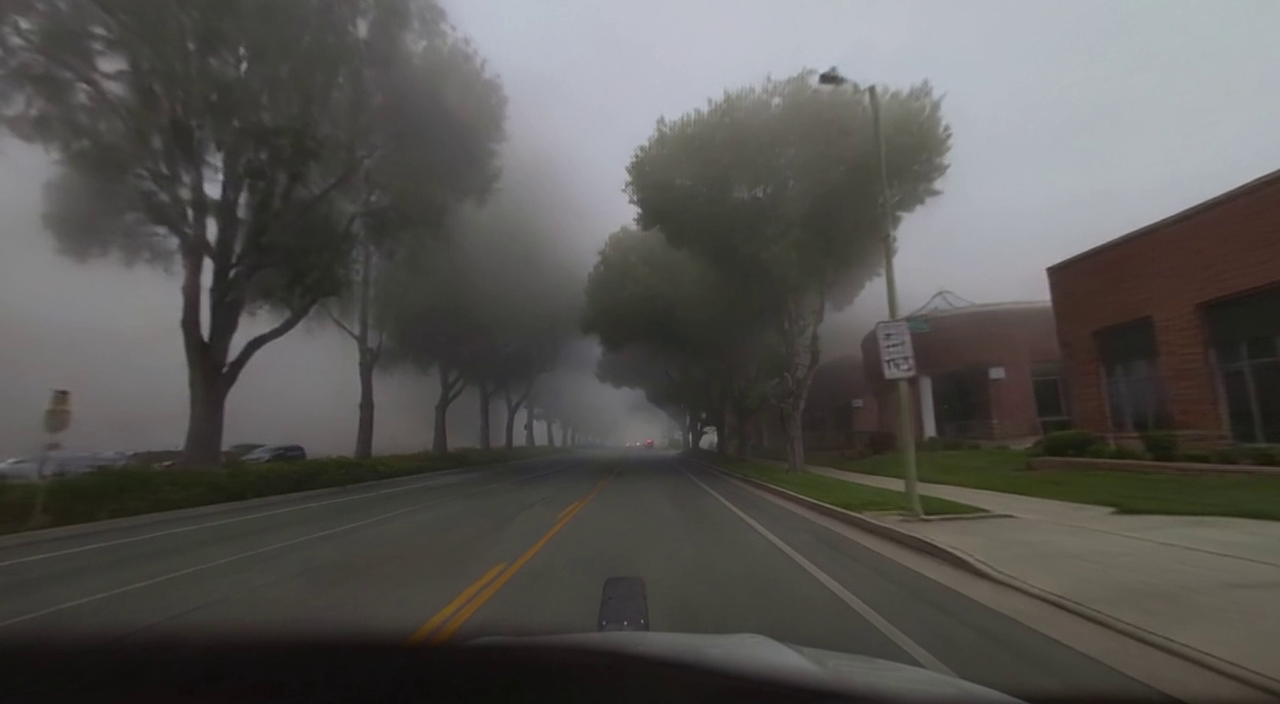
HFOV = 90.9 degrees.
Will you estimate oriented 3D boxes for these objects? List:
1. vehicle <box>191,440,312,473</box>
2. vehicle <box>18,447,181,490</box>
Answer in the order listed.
[{"bbox_3d":[-19.105,5.122,31.138,4.606,1.544,1.965,0,-8,-1],"label":"vehicle"},{"bbox_3d":[-19.370,4.177,22.733,4.005,1.433,1.953,0,-8,0],"label":"vehicle"}]
